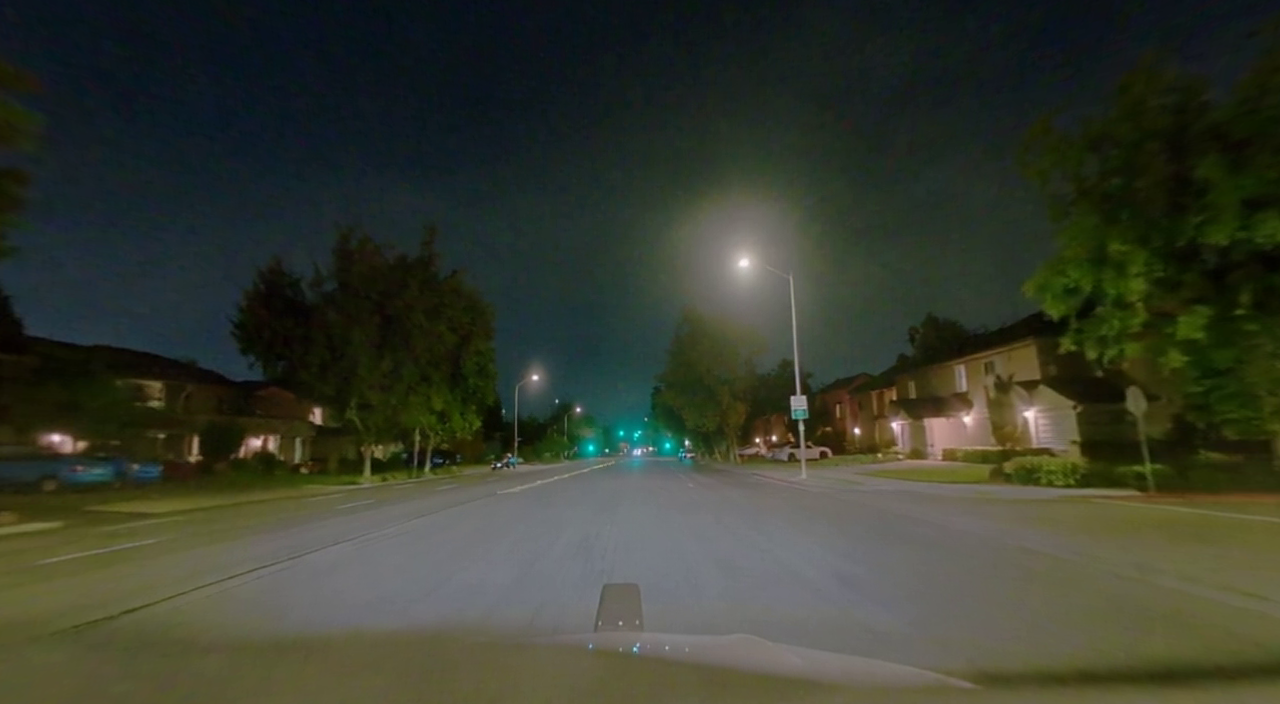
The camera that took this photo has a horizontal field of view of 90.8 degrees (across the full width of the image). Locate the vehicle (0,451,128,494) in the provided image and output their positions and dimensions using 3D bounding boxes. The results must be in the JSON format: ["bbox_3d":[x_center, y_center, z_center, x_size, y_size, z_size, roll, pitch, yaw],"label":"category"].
[{"bbox_3d":[-22.760,4.573,24.111,4.486,1.509,2.189,0,-8,1],"label":"vehicle"}]
